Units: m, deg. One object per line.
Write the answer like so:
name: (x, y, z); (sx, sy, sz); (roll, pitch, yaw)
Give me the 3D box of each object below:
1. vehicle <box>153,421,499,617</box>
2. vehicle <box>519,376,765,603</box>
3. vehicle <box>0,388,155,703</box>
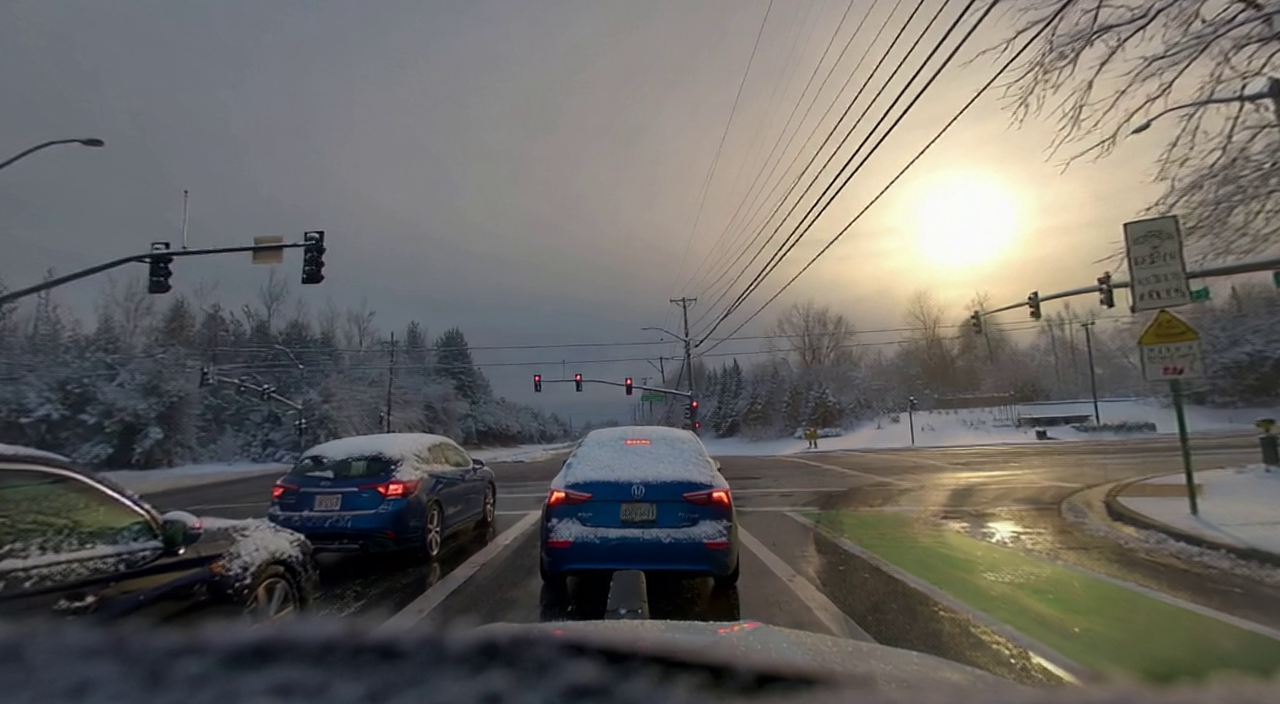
vehicle: (-2.902, 1.622, 6.932); (1.726, 1.506, 3.840); (0, -9, 1)
vehicle: (-0.020, 1.566, 7.936); (2.036, 1.885, 5.196); (0, -9, -1)
vehicle: (-3.469, 0.620, 0.403); (2.138, 1.488, 5.327); (0, -8, 0)
